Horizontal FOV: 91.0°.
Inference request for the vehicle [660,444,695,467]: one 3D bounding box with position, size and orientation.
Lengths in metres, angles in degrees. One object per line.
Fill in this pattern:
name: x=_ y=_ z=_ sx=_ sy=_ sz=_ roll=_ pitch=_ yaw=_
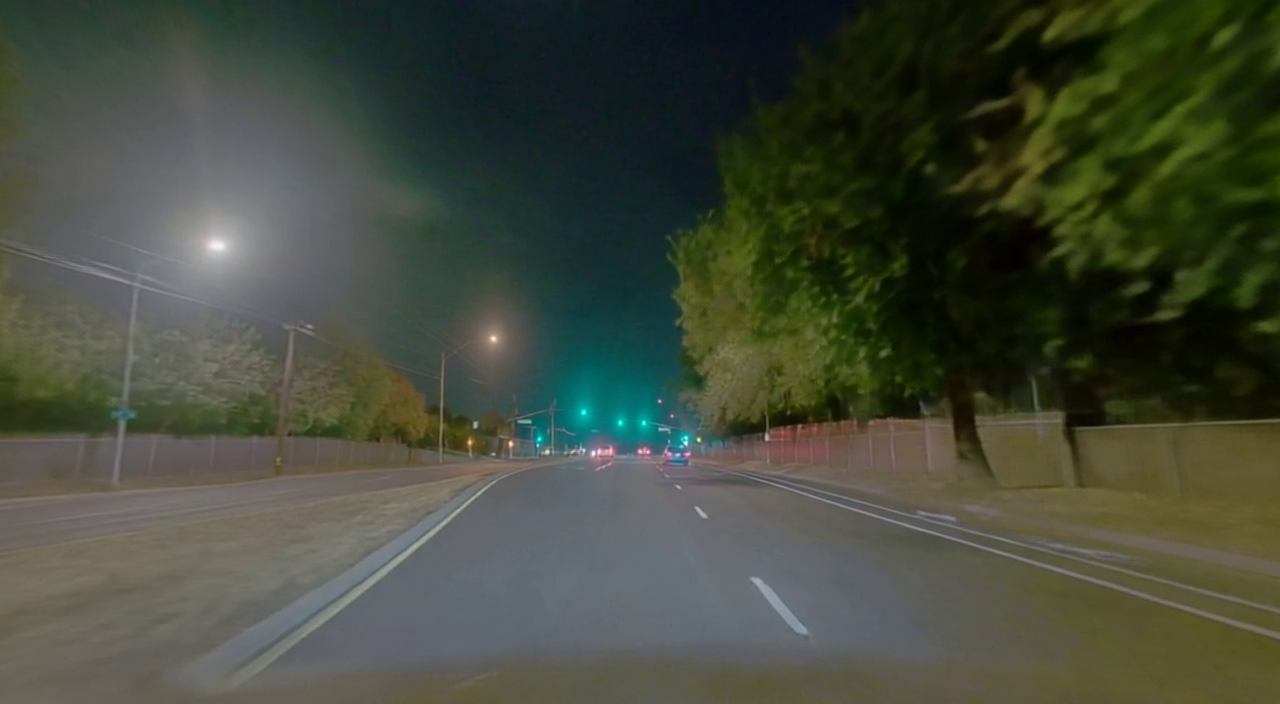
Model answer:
vehicle: x=2.515 y=7.039 z=43.074 sx=2.105 sy=1.490 sz=4.008 roll=0 pitch=-9 yaw=-1
